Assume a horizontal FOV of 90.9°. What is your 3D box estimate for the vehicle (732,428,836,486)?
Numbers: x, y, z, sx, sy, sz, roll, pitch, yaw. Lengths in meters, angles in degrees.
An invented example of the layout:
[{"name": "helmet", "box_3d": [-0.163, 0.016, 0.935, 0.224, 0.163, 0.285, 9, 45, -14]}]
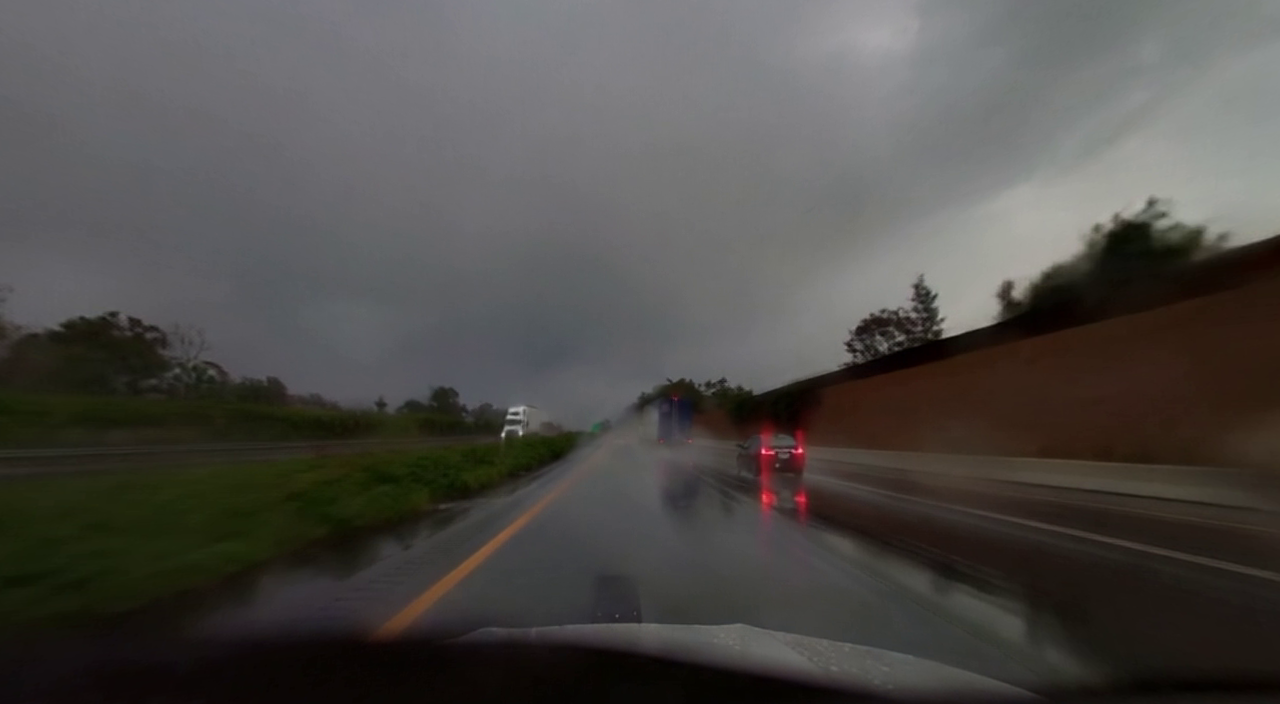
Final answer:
[{"name": "vehicle", "box_3d": [3.949, 2.923, 18.020, 1.813, 1.454, 4.197, 0, -7, -2]}]
